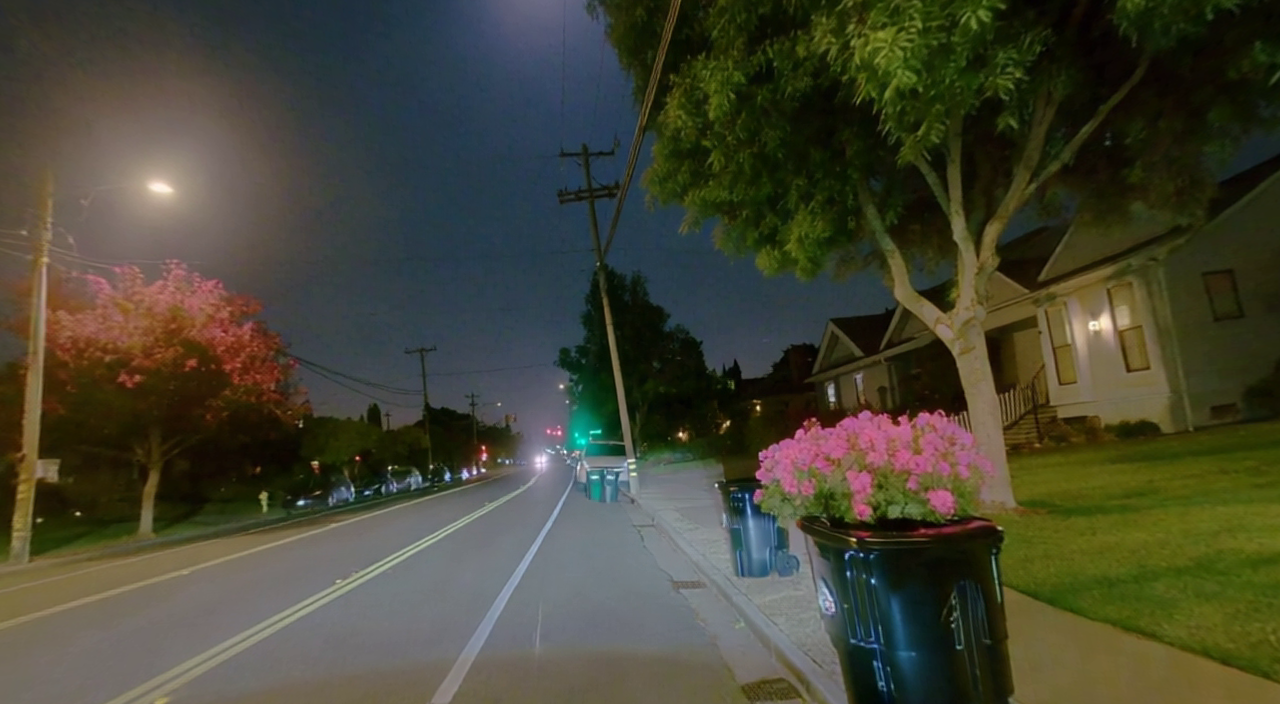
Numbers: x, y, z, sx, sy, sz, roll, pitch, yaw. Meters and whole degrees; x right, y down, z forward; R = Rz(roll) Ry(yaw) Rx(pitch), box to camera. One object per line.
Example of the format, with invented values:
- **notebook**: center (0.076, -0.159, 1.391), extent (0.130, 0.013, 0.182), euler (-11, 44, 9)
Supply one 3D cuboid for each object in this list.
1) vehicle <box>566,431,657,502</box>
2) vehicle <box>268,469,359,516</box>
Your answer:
- **vehicle**: center (-0.846, 3.074, 17.393), extent (2.190, 1.708, 4.115), euler (0, -8, -4)
- **vehicle**: center (-13.790, 5.914, 26.972), extent (1.982, 1.660, 4.142), euler (1, -8, -6)
